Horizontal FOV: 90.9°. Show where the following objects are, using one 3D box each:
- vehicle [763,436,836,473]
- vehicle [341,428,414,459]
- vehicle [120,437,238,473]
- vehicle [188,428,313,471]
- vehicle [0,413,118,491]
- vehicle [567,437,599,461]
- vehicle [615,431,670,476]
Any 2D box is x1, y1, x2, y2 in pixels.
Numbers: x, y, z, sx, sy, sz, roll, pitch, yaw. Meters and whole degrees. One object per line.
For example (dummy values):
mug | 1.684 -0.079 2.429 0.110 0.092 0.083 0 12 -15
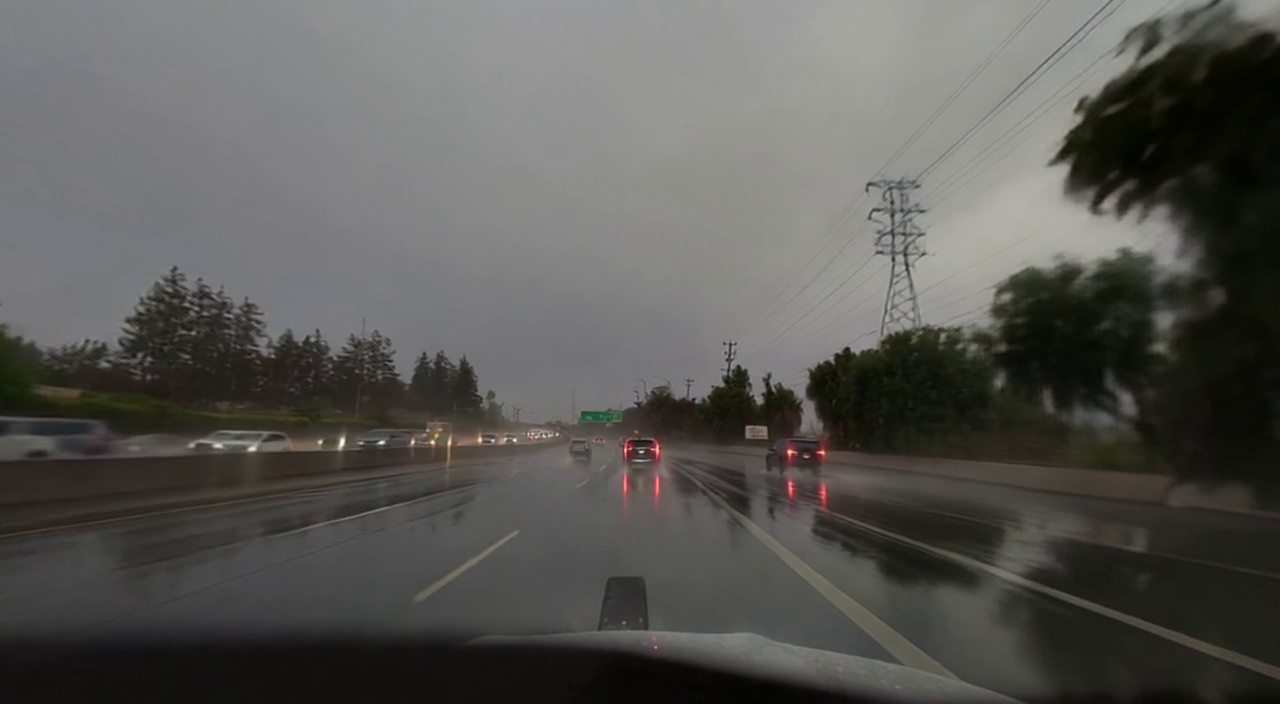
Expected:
vehicle | 7.996 5.184 32.232 2.099 1.720 4.829 1 -8 -5
vehicle | -16.646 5.868 40.428 2.188 1.786 5.759 0 -8 0
vehicle | -20.305 4.527 28.067 1.827 1.436 4.593 0 -8 -1
vehicle | -16.507 4.163 27.136 2.175 1.653 4.993 0 -8 0
vehicle | -16.055 2.394 15.126 2.228 1.808 5.608 0 -8 0
vehicle | -4.288 7.376 48.149 2.130 1.685 4.341 0 -8 -1
vehicle | 0.079 4.370 27.263 2.192 1.769 4.287 0 -8 -1
